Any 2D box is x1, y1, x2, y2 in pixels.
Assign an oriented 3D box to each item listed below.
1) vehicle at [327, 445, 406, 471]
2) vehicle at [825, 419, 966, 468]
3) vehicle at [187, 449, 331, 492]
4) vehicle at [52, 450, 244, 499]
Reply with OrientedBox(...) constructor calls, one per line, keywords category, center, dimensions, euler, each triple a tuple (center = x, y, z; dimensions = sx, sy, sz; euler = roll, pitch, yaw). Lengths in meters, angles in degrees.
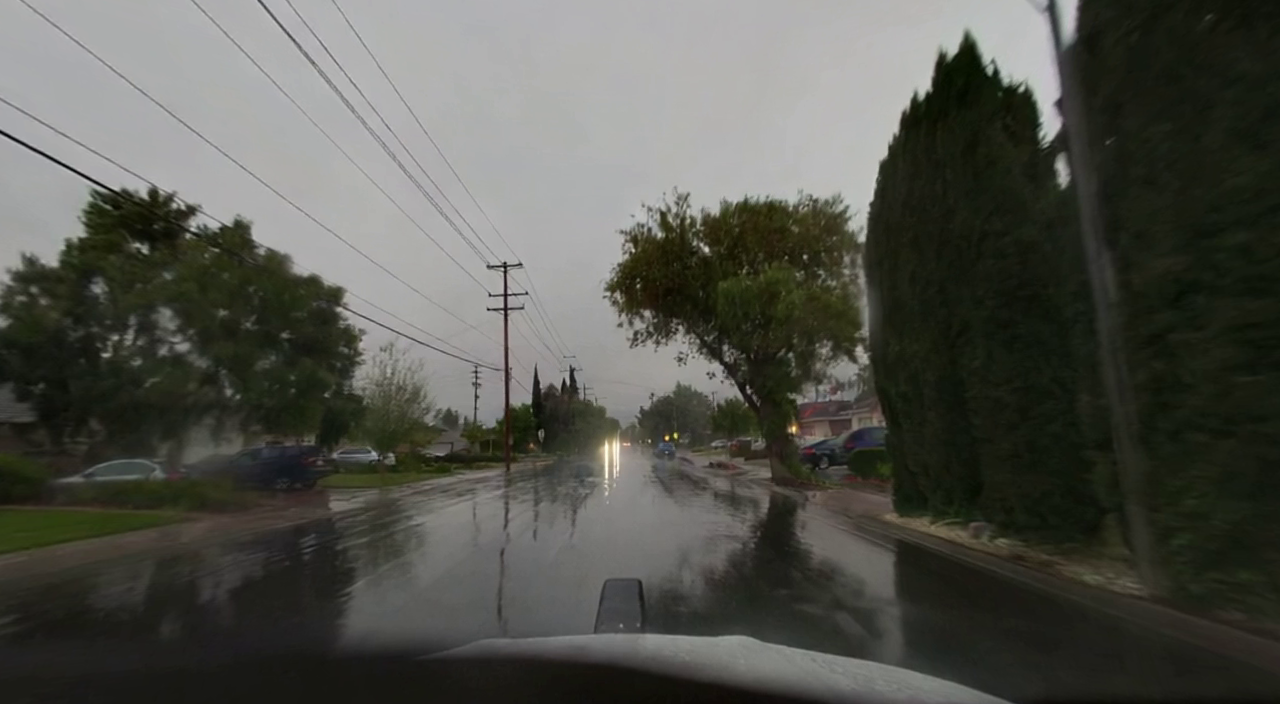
OrientedBox(category="vehicle", center=(-18.082, 7.021, 41.887), dimensions=(4.304, 1.643, 1.969), euler=(0, -8, 1))
OrientedBox(category="vehicle", center=(9.697, 3.511, 24.320), dimensions=(4.465, 1.727, 2.127), euler=(-1, -7, 1))
OrientedBox(category="vehicle", center=(-13.425, 4.189, 22.479), dimensions=(3.877, 1.411, 1.869), euler=(0, -8, -1))
OrientedBox(category="vehicle", center=(-15.606, 3.887, 20.224), dimensions=(4.543, 1.476, 1.927), euler=(0, -8, 1))
